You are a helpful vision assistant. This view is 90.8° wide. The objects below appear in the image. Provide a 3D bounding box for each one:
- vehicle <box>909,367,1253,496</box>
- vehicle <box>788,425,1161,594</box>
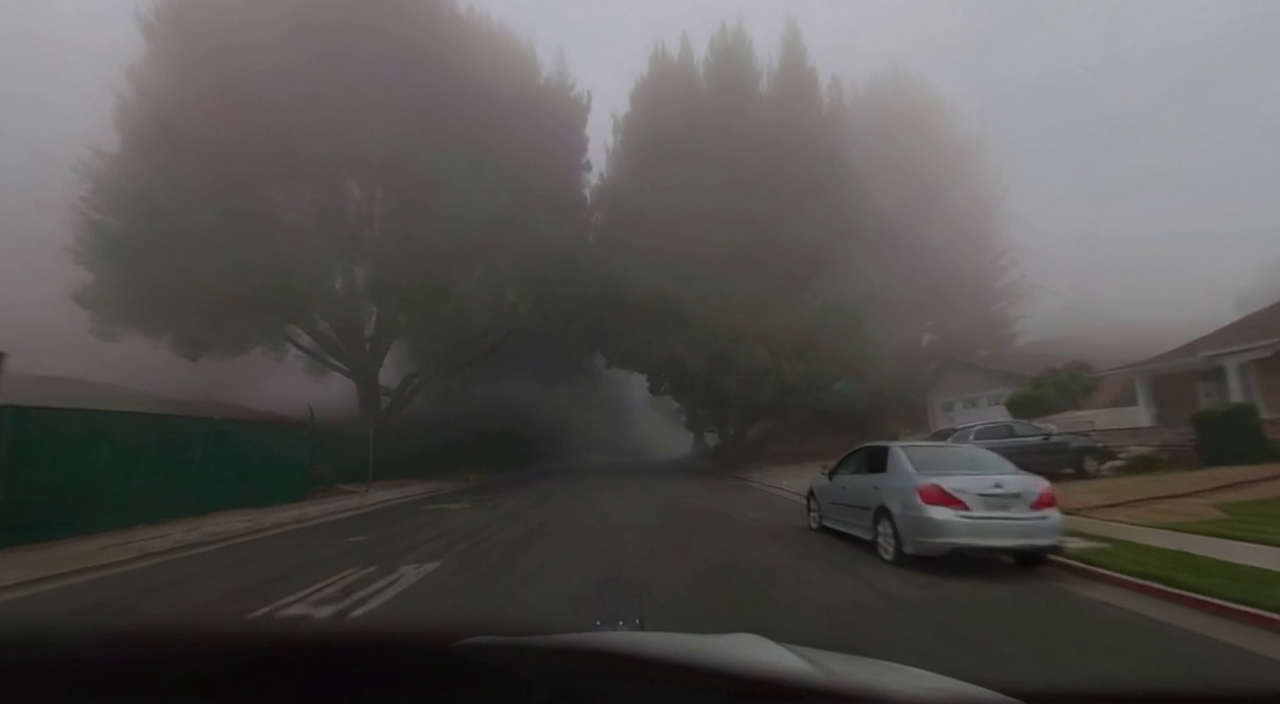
[{"bbox_3d":[9.708,1.832,14.372,5.935,1.911,2.236,-8,-10,-1],"label":"vehicle"},{"bbox_3d":[3.683,1.818,8.383,2.051,1.524,5.047,0,-8,-2],"label":"vehicle"}]
